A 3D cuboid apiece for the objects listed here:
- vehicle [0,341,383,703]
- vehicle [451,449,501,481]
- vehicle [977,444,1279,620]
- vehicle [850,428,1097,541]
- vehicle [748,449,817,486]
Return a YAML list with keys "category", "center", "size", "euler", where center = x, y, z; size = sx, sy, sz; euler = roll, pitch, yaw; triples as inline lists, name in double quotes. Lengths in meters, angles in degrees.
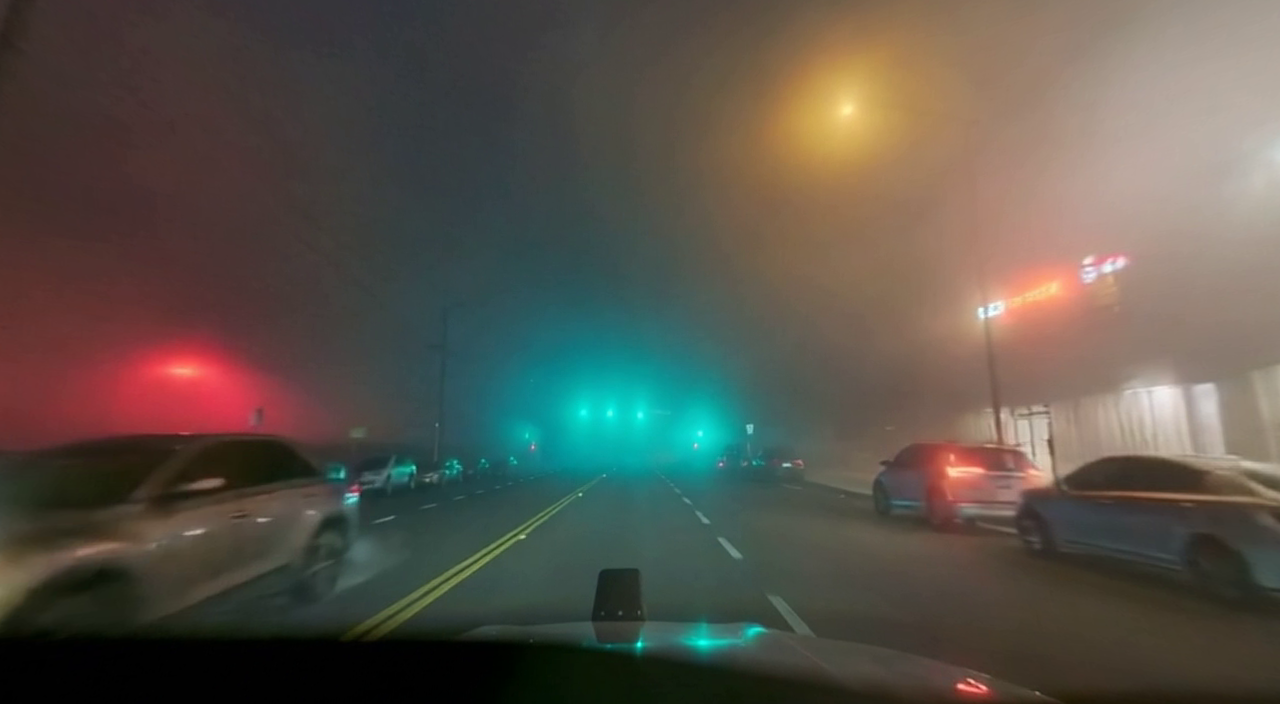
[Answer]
- category: "vehicle"
  center: [-3.443, 1.045, 3.872]
  size: [1.980, 1.718, 4.120]
  euler: [0, -8, 0]
- category: "vehicle"
  center: [-9.867, 6.788, 38.245]
  size: [1.890, 1.718, 4.309]
  euler: [0, -8, 0]
- category: "vehicle"
  center: [6.330, 1.869, 7.661]
  size: [1.966, 1.472, 4.363]
  euler: [0, -8, -1]
- category: "vehicle"
  center: [6.057, 2.440, 12.407]
  size: [1.996, 1.751, 4.882]
  euler: [0, -8, -3]
- category: "vehicle"
  center: [6.255, 5.105, 28.309]
  size: [1.902, 1.484, 4.714]
  euler: [0, -8, -2]
